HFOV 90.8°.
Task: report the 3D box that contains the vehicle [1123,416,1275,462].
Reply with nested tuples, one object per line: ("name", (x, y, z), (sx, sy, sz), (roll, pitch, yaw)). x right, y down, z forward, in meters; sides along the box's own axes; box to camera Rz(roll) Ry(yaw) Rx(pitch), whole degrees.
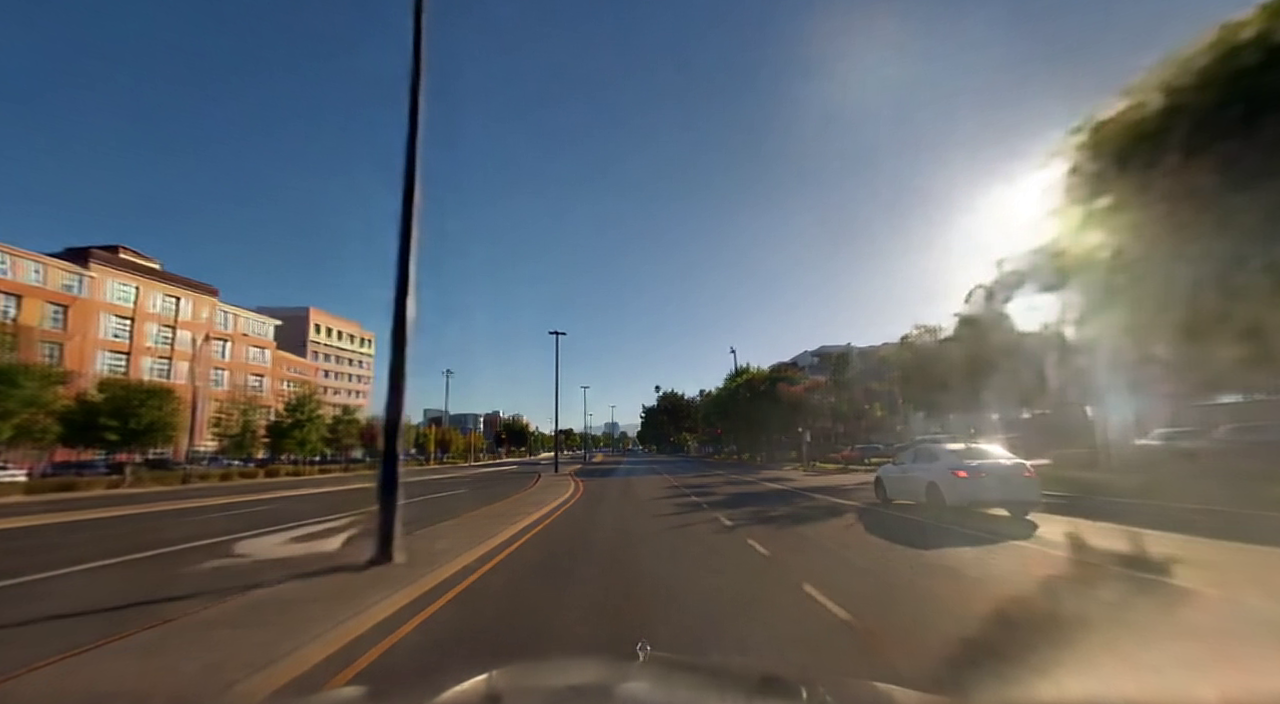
("vehicle", (23.131, 3.699, 26.504), (2.066, 1.716, 4.943), (-1, -9, 4))

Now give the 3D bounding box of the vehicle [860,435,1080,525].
("vehicle", (6.468, 2.546, 13.196), (1.913, 1.504, 4.738), (0, -9, -2))
